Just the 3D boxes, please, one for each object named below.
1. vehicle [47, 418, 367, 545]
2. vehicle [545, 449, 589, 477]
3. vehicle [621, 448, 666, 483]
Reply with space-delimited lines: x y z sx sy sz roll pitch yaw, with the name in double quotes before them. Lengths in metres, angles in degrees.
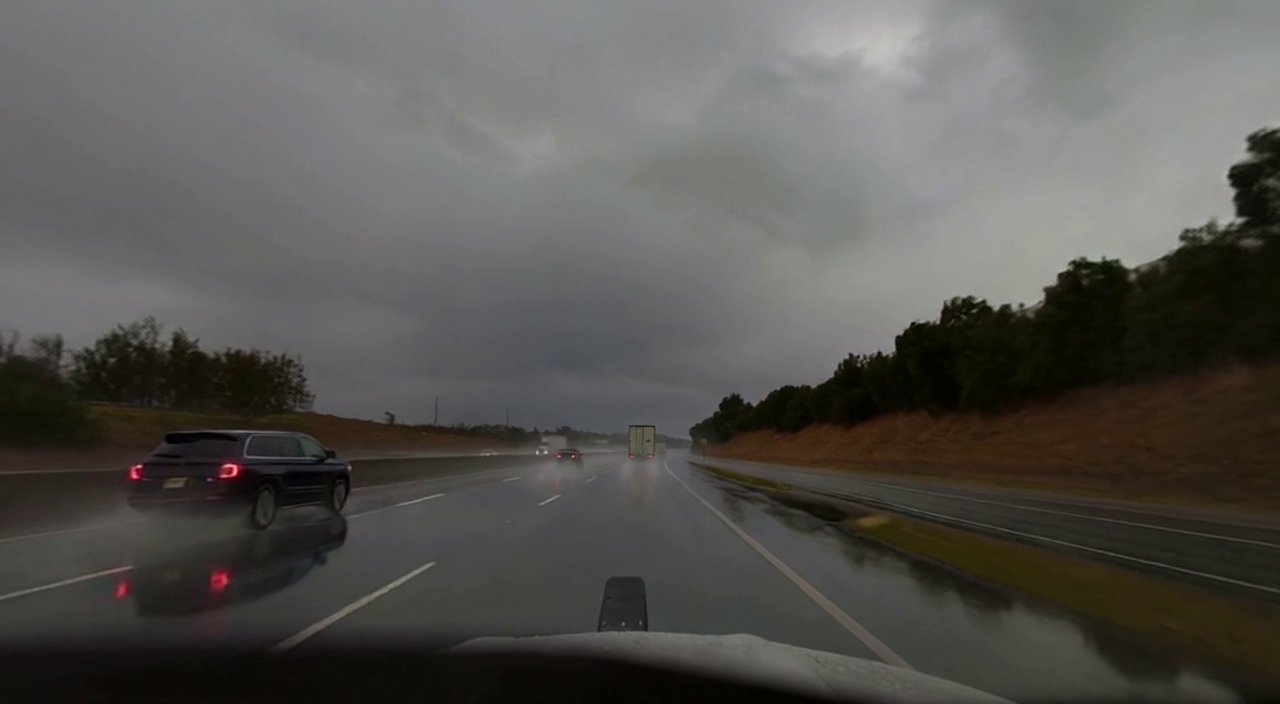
"vehicle" -7.599 2.337 12.084 2.316 1.875 5.337 0 -9 0
"vehicle" -4.182 6.403 36.636 2.018 1.504 4.431 0 -9 0
"vehicle" 0.121 5.252 29.371 1.991 1.507 3.391 0 -9 -1
